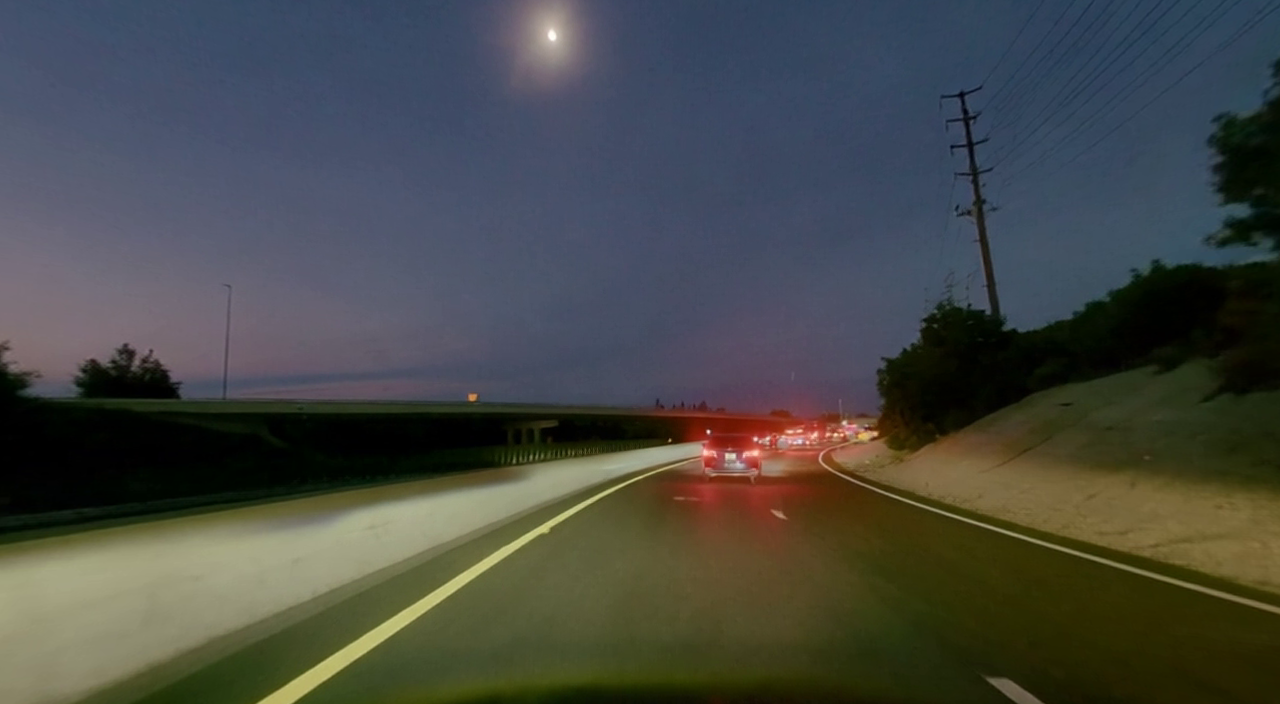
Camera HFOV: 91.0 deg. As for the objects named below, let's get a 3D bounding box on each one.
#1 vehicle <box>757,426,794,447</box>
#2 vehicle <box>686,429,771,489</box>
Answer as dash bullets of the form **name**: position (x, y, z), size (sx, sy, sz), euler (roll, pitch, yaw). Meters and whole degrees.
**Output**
- **vehicle**: position (10.401, 6.458, 48.039), size (1.931, 1.485, 4.191), euler (-4, -9, 23)
- **vehicle**: position (2.495, 3.023, 18.077), size (2.091, 1.482, 4.321), euler (-1, -8, 7)
